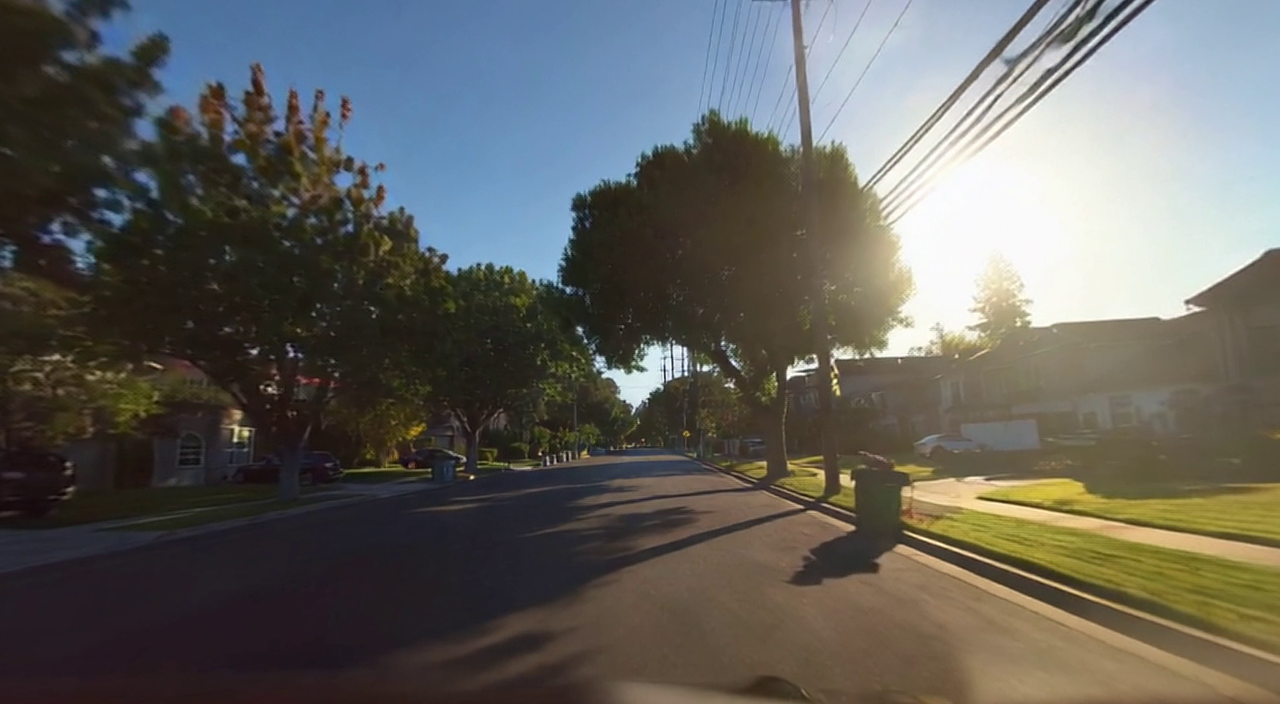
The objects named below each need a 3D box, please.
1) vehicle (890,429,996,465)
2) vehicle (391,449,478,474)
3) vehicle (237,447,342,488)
[{"bbox_3d":[14.506,4.570,30.431,4.078,1.516,1.798,-3,-9,2],"label":"vehicle"},{"bbox_3d":[-12.753,6.812,39.334,4.718,1.454,1.843,-1,-8,6],"label":"vehicle"},{"bbox_3d":[-15.307,5.043,27.990,1.816,1.614,4.866,0,-8,1],"label":"vehicle"}]
